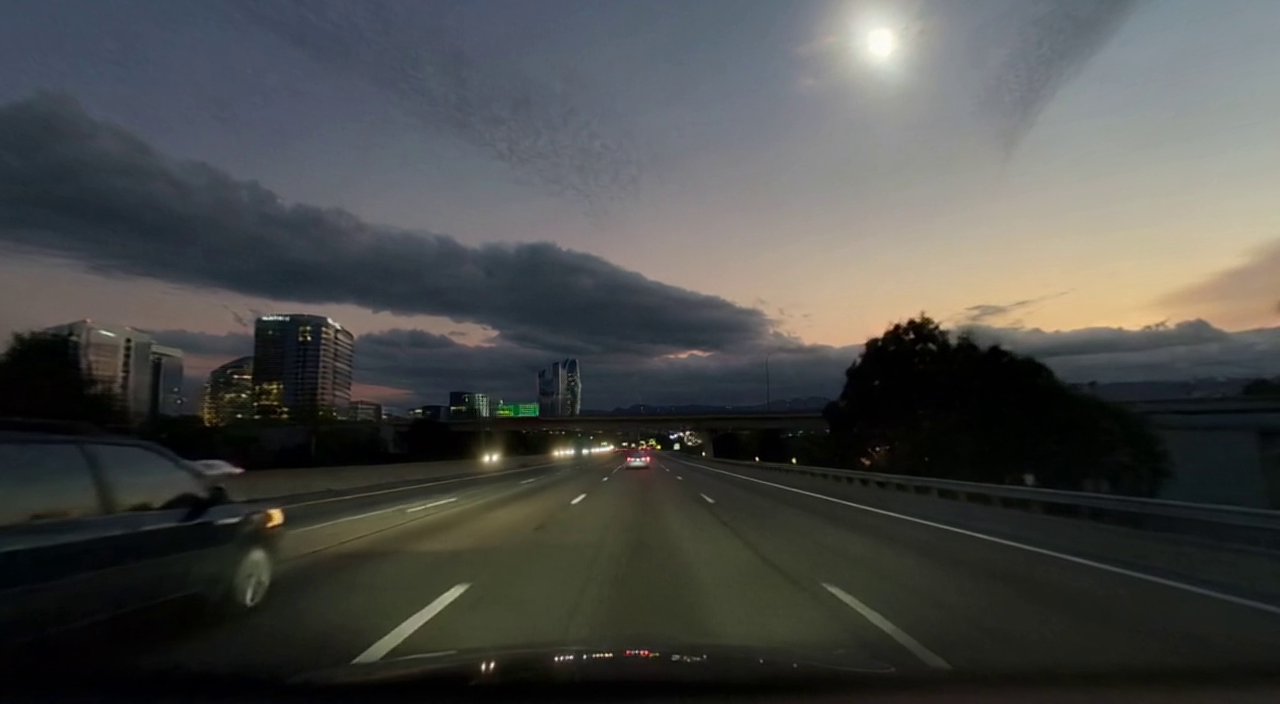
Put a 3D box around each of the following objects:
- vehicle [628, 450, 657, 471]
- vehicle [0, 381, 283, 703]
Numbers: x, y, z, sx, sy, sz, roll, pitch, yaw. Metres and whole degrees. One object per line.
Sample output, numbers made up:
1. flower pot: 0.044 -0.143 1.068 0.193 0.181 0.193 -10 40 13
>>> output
1. vehicle: 0.149 8.204 47.899 2.113 1.537 4.208 0 -9 0
2. vehicle: -4.039 0.992 3.019 2.055 1.665 4.373 0 -9 0
